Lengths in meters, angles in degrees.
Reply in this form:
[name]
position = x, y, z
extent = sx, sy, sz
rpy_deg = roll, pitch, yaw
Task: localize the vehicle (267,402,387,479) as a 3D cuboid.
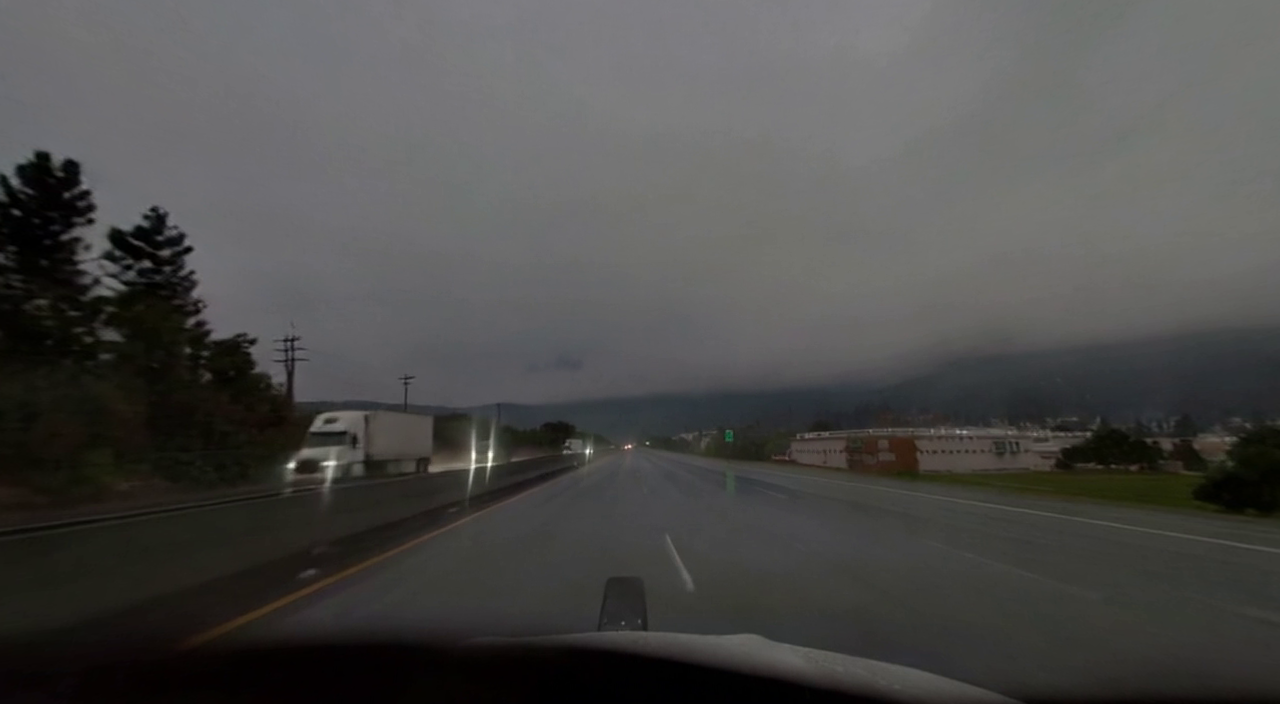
[vehicle]
position = -16.563, 4.830, 34.071
extent = 3.058, 3.716, 6.984
rpy_deg = 0, -9, -2
